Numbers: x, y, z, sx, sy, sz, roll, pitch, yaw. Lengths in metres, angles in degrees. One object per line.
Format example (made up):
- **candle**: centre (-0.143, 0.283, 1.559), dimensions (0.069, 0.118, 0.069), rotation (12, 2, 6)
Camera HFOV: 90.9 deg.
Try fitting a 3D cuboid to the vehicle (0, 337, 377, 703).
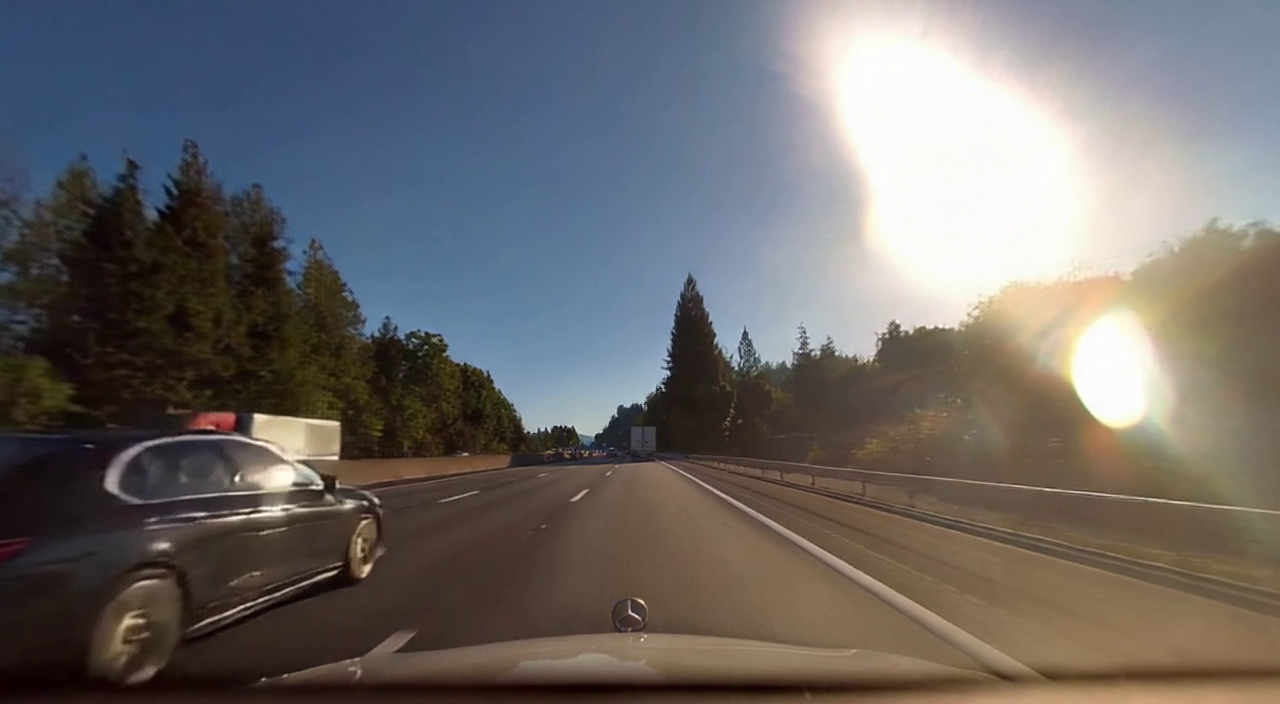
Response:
- **vehicle**: centre (-3.337, 0.933, 3.166), dimensions (2.017, 1.680, 4.636), rotation (0, -9, 0)
